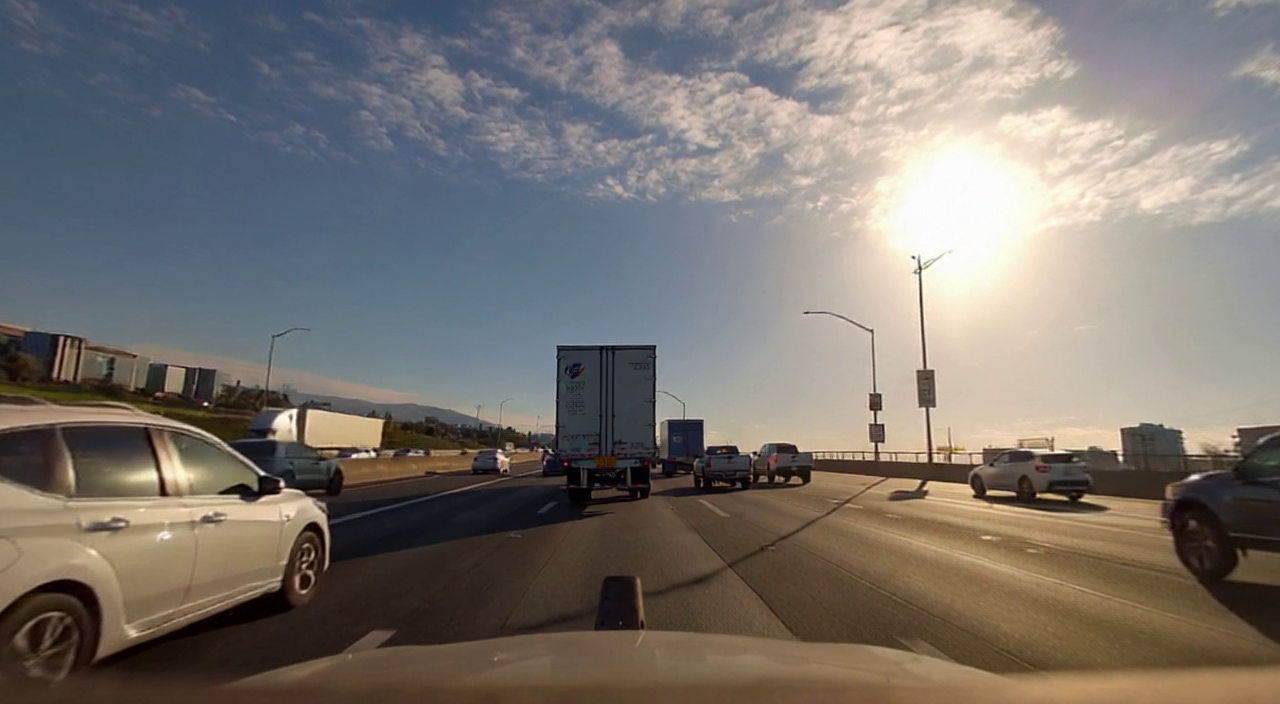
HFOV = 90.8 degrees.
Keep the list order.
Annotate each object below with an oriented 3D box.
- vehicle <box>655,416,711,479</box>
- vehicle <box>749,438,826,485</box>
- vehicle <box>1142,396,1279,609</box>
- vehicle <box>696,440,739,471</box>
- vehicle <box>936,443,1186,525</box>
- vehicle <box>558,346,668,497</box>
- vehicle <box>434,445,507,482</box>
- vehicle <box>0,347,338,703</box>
[{"bbox_3d":[2.511,5.987,39.694,2.669,3.491,8.645,0,-9,-1],"label":"vehicle"},{"bbox_3d":[6.360,4.767,27.824,2.070,1.888,4.546,0,-9,-2],"label":"vehicle"},{"bbox_3d":[6.335,1.049,3.995,2.188,1.731,5.031,0,-9,0],"label":"vehicle"},{"bbox_3d":[5.521,7.467,45.697,2.297,2.116,5.052,0,-9,-3],"label":"vehicle"},{"bbox_3d":[8.993,2.828,14.236,2.002,1.472,4.950,0,-9,-4],"label":"vehicle"},{"bbox_3d":[-0.748,2.642,22.295,2.906,4.040,10.743,0,-9,0],"label":"vehicle"},{"bbox_3d":[-7.300,4.840,27.768,1.973,1.471,4.779,0,-9,-1],"label":"vehicle"},{"bbox_3d":[-3.313,0.891,2.795,1.946,1.641,4.105,0,-9,-1],"label":"vehicle"}]
